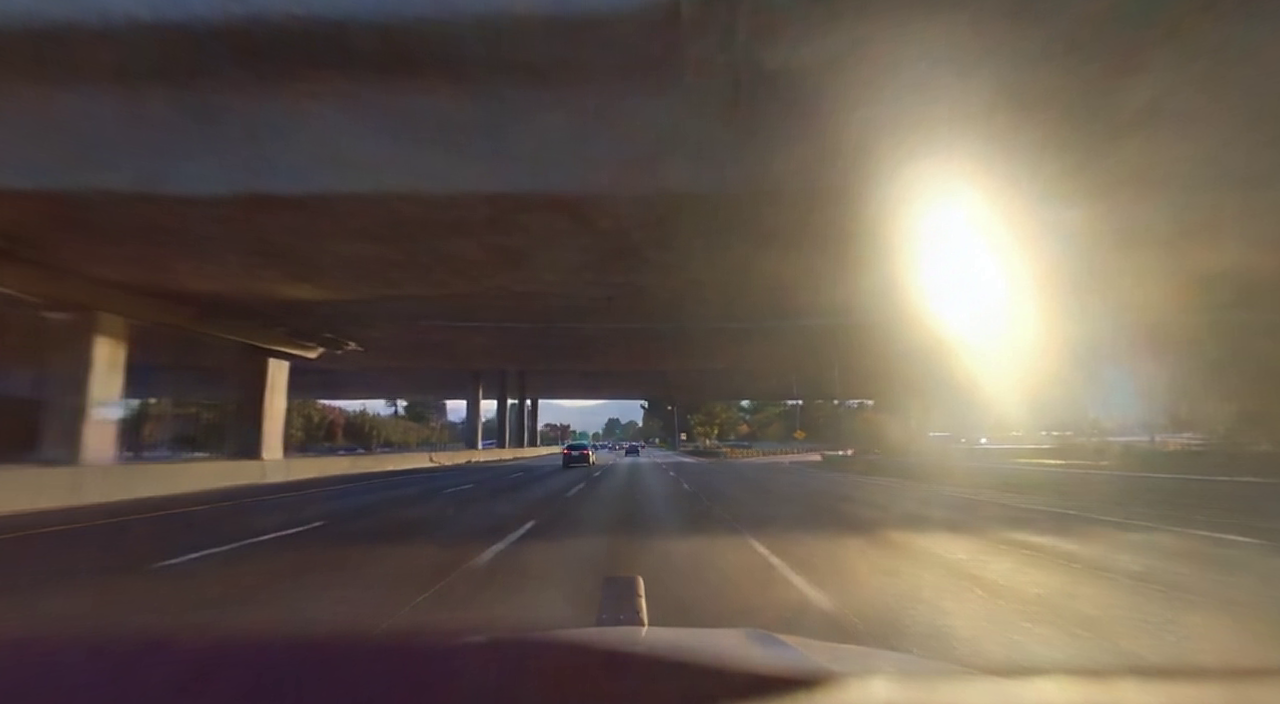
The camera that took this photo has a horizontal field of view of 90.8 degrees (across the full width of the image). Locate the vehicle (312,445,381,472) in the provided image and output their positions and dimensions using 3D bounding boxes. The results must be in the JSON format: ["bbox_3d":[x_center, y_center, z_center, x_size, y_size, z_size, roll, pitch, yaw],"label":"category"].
[{"bbox_3d":[-17.564,6.371,38.018,1.856,1.517,4.629,0,-8,1],"label":"vehicle"}]
